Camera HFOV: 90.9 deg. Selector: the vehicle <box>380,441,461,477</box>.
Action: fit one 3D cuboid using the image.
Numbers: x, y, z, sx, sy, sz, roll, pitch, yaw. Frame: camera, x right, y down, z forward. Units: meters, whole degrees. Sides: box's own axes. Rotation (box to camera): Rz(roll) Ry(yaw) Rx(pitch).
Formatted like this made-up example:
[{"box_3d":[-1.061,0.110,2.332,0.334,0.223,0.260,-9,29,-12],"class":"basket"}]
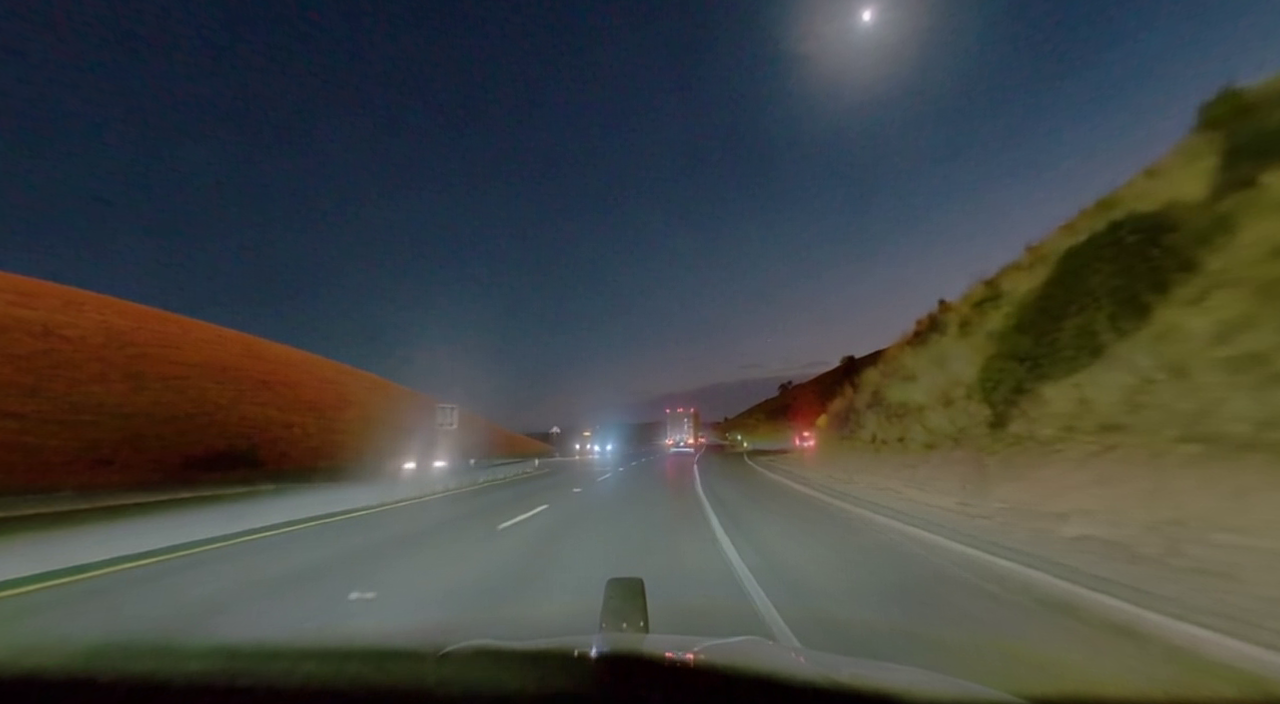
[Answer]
[{"box_3d":[-9.965,4.887,28.968,1.994,1.486,4.395,-1,-8,2],"class":"vehicle"}]
